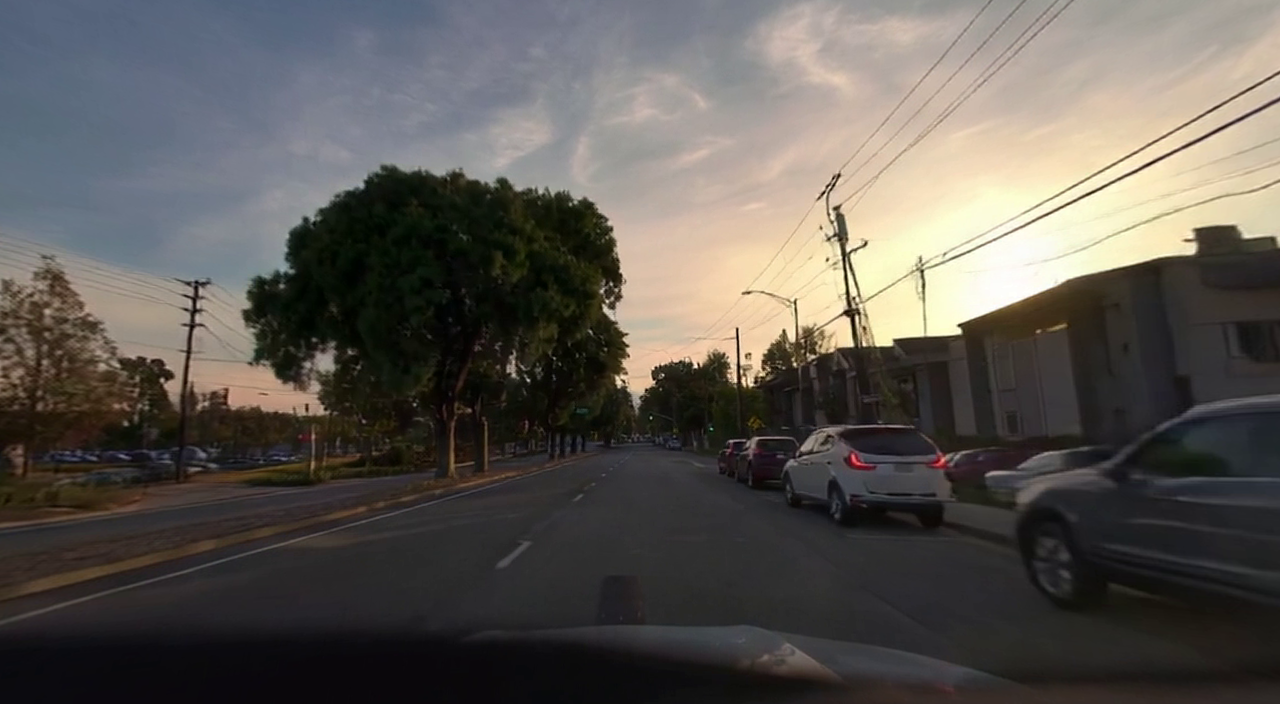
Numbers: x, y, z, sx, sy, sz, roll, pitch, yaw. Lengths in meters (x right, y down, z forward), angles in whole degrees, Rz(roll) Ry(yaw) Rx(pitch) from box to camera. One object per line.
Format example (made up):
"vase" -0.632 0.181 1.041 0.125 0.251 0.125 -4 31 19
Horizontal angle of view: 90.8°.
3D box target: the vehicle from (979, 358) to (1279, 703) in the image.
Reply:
"vehicle" 4.183 1.018 3.775 1.936 1.778 4.378 0 -8 1

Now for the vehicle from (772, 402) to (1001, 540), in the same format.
"vehicle" 4.043 2.061 11.567 2.056 1.941 4.955 0 -8 -2
